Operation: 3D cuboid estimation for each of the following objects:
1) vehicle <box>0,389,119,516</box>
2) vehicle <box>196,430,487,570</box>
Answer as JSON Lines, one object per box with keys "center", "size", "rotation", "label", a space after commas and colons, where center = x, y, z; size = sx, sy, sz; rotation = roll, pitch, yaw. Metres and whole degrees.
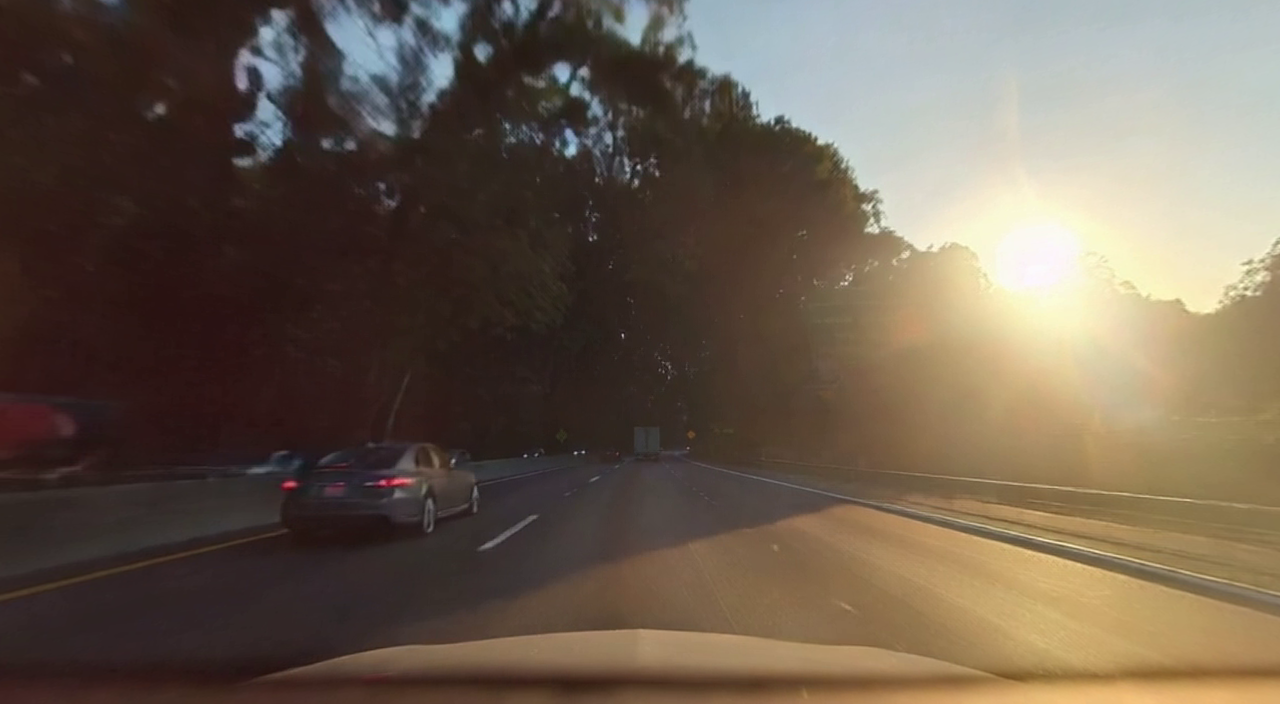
{"center": [-16.275, 2.252, 14.135], "size": [2.595, 2.932, 7.581], "rotation": [0, -9, 1], "label": "vehicle"}
{"center": [-3.870, 2.006, 9.334], "size": [2.027, 1.519, 4.578], "rotation": [0, -9, 0], "label": "vehicle"}
